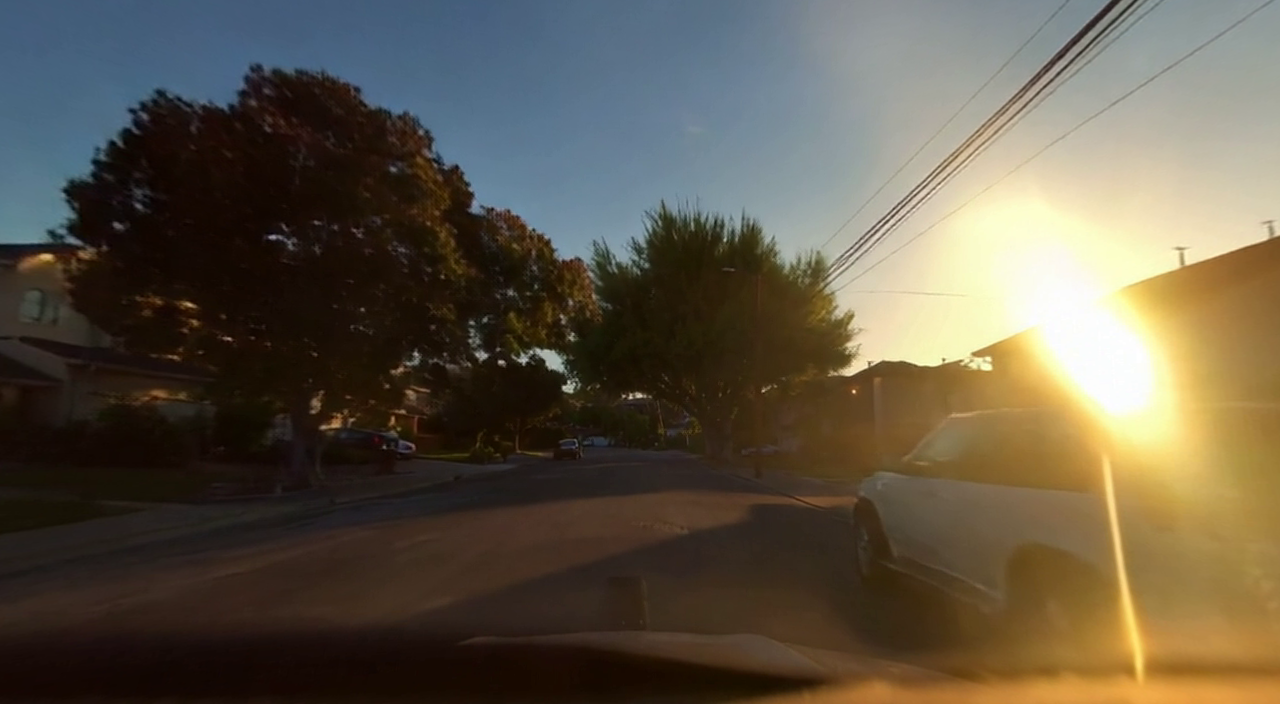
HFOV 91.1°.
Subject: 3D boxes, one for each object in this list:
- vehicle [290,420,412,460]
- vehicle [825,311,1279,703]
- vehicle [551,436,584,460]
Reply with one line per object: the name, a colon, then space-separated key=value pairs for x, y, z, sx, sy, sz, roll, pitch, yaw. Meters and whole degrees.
vehicle: x=-14.197 y=4.362 z=31.064 sx=4.928 sy=1.844 sz=2.163 roll=1 pitch=-8 yaw=-3
vehicle: x=3.230 y=1.183 z=4.774 sx=2.122 sy=1.997 sz=4.800 roll=0 pitch=-8 yaw=-1
vehicle: x=-5.641 y=7.535 z=49.374 sx=1.998 sy=1.742 sz=4.210 roll=0 pitch=-8 yaw=1
